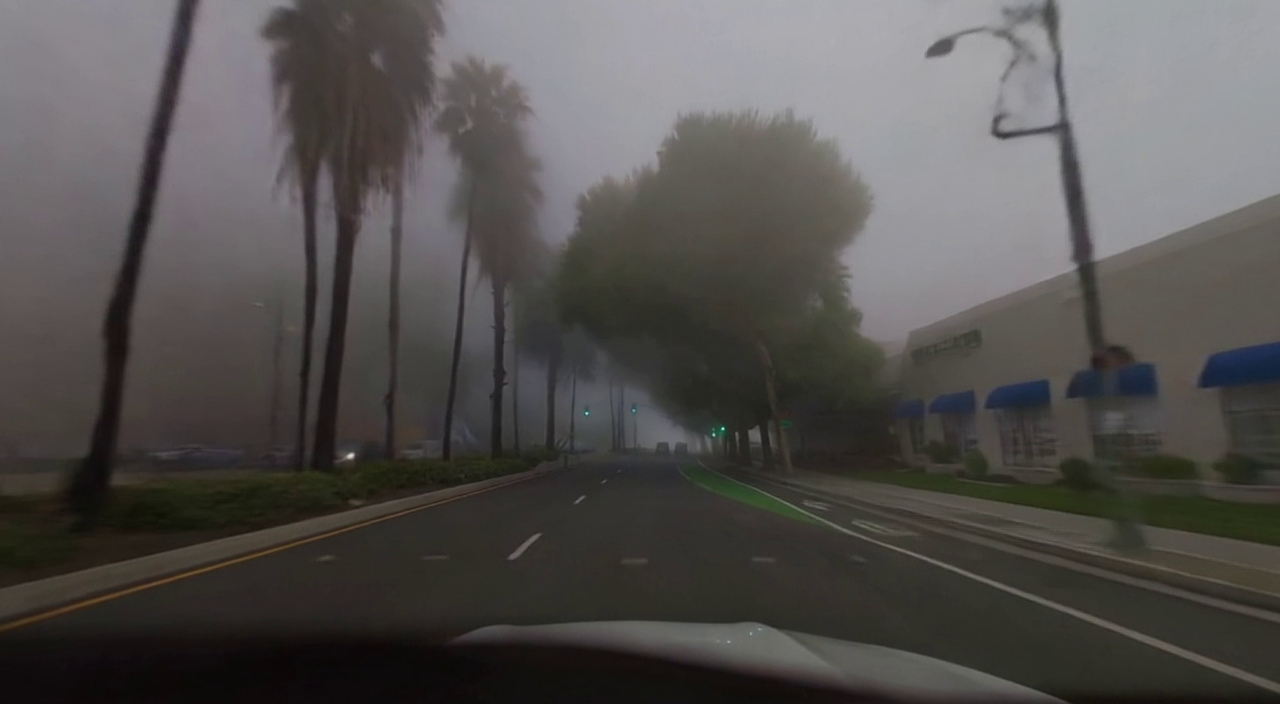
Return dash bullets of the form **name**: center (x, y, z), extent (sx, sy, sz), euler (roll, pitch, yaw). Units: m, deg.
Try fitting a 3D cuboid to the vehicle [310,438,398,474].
- **vehicle**: center (-16.501, 6.050, 36.892), extent (2.211, 1.924, 5.789), euler (0, -9, 3)
